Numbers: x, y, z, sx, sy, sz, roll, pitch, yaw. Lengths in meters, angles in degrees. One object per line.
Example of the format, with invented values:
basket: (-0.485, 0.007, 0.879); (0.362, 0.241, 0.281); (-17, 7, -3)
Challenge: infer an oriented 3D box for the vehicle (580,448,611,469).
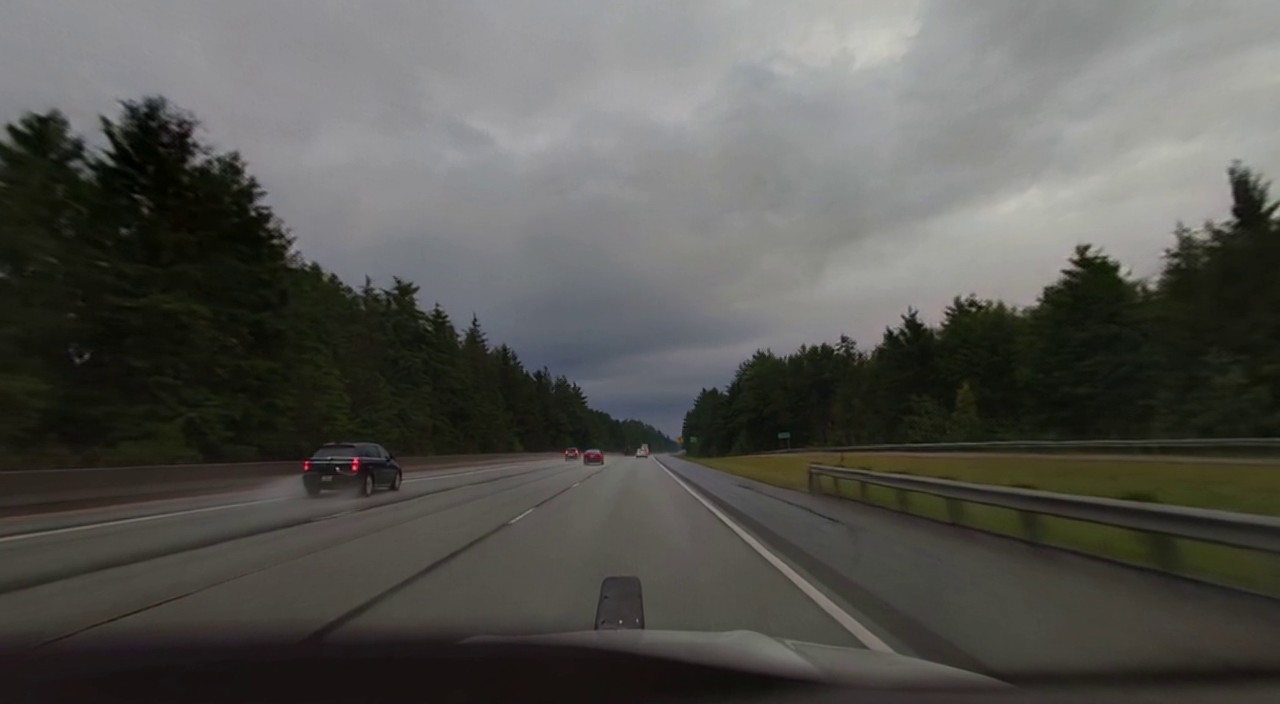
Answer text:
vehicle: (-3.441, 8.334, 49.584); (2.104, 1.558, 4.639); (0, -9, 0)

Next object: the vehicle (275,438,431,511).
vehicle: (-7.156, 3.084, 16.271); (2.007, 1.616, 4.141); (0, -9, 1)
